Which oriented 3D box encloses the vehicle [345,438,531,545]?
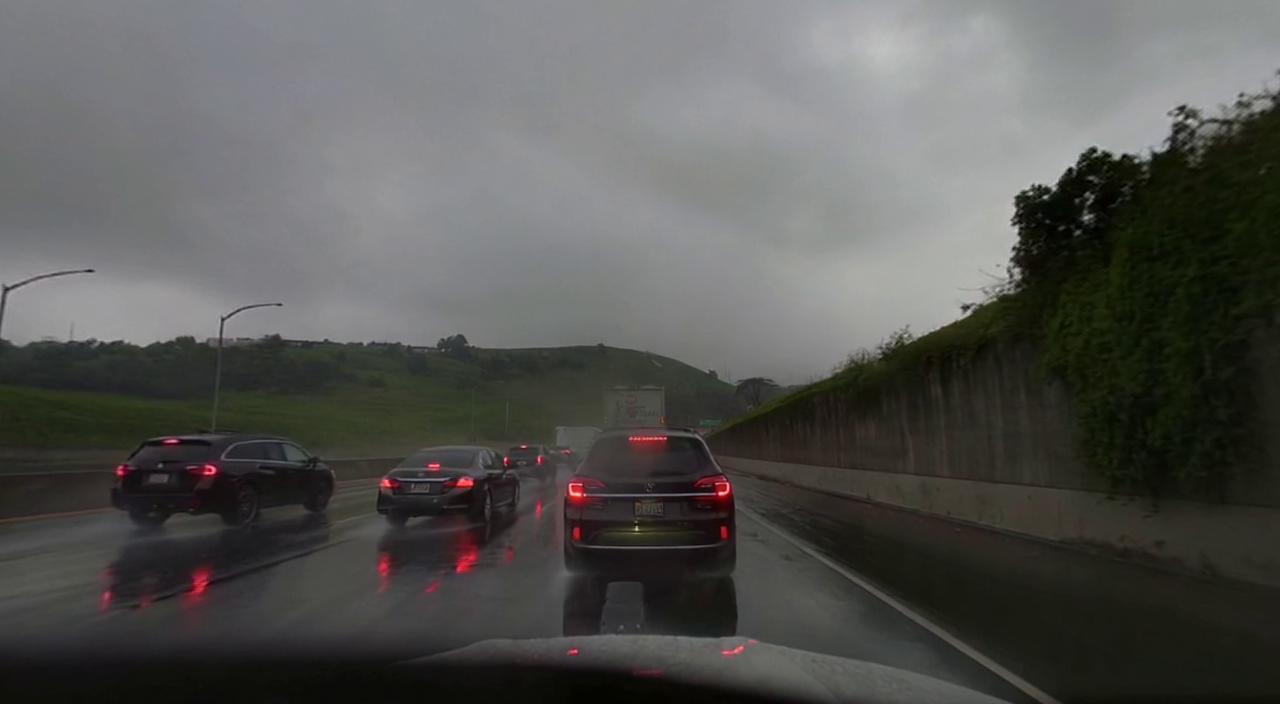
[{"bbox_3d":[-3.242,2.313,11.070,1.917,1.506,3.949,0,-9,1],"label":"vehicle"}]

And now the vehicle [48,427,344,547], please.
[{"bbox_3d":[-7.487,2.297,11.422,1.986,1.700,4.558,0,-9,0],"label":"vehicle"}]

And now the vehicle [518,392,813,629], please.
[{"bbox_3d":[0.155,1.596,7.474,2.210,1.760,5.303,0,-9,-1],"label":"vehicle"}]
